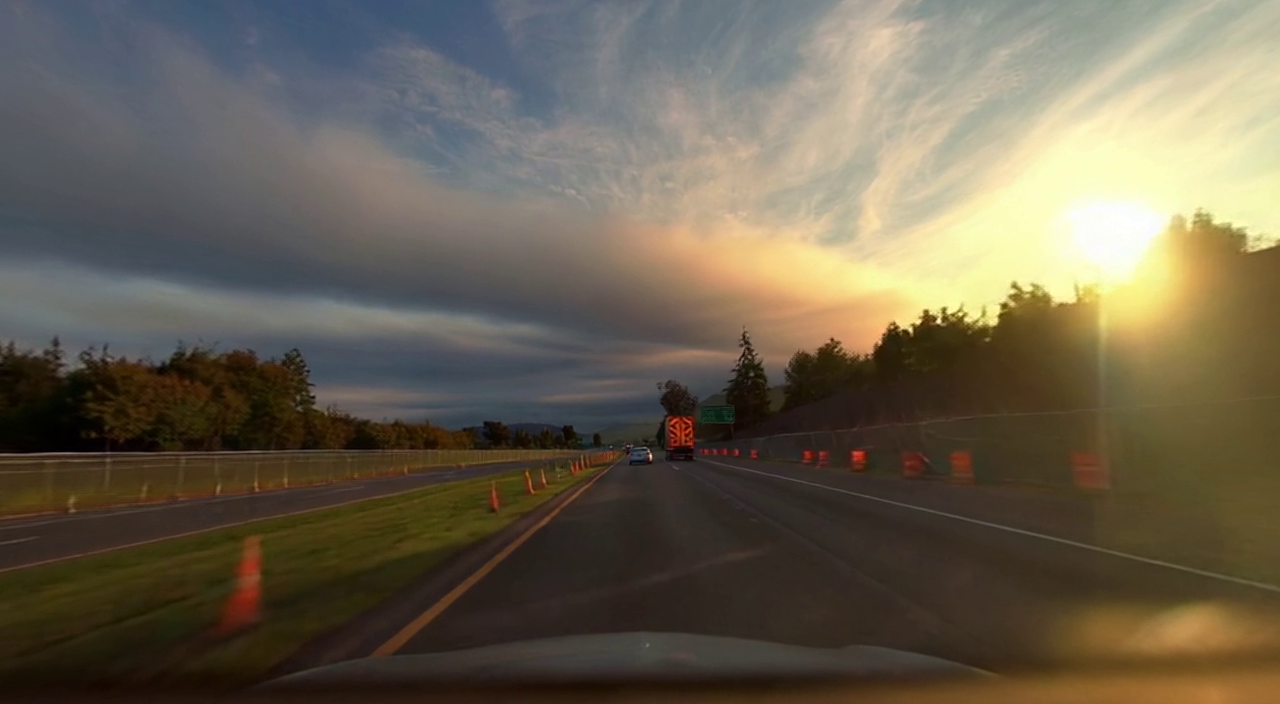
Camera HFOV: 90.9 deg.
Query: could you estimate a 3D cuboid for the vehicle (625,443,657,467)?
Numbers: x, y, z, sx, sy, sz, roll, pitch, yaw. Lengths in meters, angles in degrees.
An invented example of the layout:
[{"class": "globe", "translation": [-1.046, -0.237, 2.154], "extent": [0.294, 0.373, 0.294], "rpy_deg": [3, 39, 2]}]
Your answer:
[{"class": "vehicle", "translation": [0.029, 7.004, 42.994], "extent": [2.065, 1.573, 3.734], "rpy_deg": [0, -9, -1]}]
